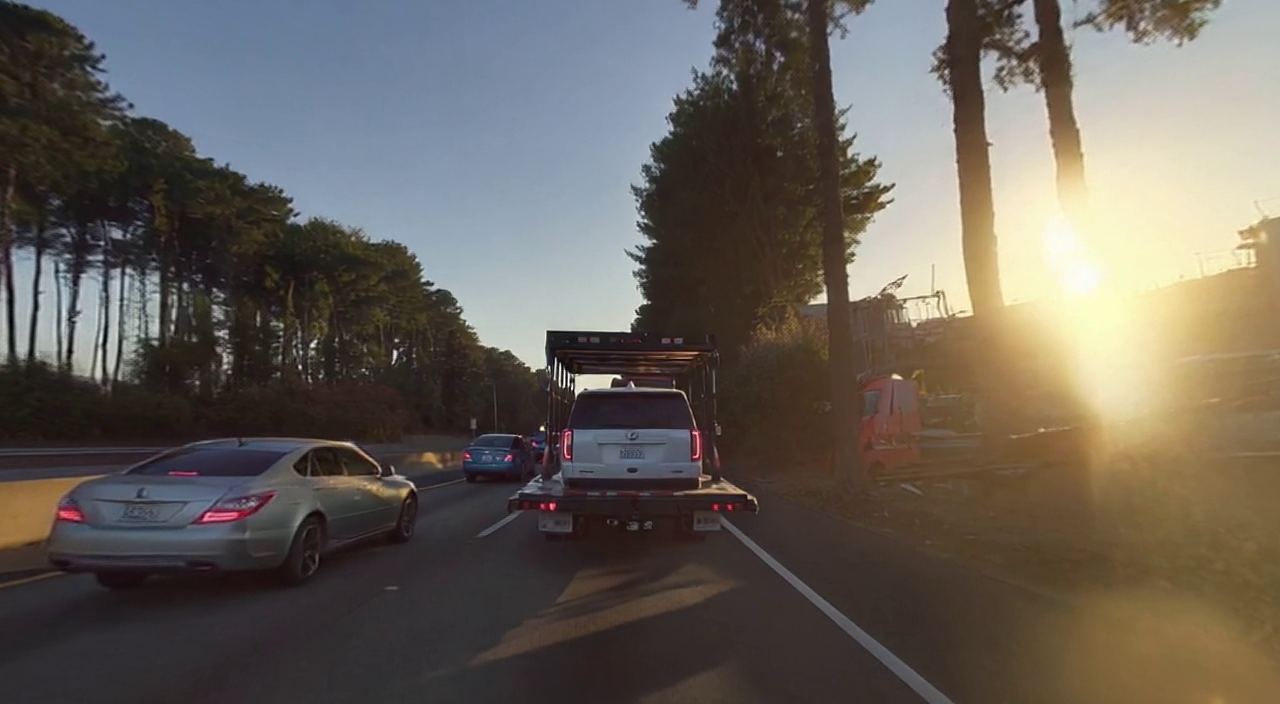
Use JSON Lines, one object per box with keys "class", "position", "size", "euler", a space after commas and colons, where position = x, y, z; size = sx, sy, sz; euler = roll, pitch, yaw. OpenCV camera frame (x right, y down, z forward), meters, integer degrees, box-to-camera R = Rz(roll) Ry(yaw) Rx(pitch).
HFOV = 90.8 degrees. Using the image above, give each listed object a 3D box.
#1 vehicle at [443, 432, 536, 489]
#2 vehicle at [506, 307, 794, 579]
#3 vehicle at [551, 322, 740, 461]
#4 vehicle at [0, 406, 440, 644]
{"class": "vehicle", "position": [-4.816, 3.547, 20.950], "size": [2.057, 1.665, 4.572], "euler": [0, -9, -1]}
{"class": "vehicle", "position": [-0.186, 1.626, 11.312], "size": [2.735, 2.597, 10.435], "euler": [1, -9, -3]}
{"class": "vehicle", "position": [-0.057, 0.797, 9.622], "size": [2.156, 1.604, 4.680], "euler": [0, -9, -3]}
{"class": "vehicle", "position": [-3.951, 1.485, 6.597], "size": [2.155, 1.513, 4.964], "euler": [0, -9, -1]}
